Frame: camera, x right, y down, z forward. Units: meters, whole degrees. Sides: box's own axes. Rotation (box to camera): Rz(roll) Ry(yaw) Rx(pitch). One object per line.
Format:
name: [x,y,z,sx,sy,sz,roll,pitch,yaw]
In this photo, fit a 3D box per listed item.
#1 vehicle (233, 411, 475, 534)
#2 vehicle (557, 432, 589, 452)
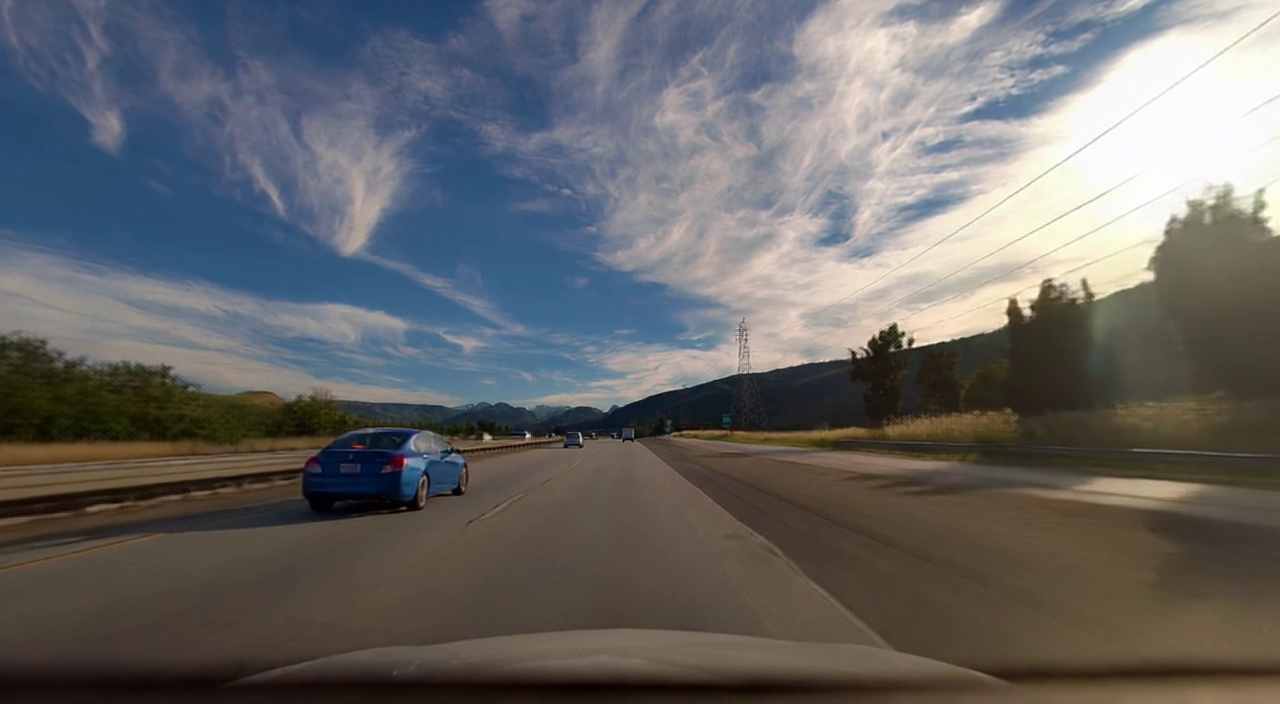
vehicle: [-4.277,1.854,10.348,2.023,1.580,4.259,0,-8,-1]
vehicle: [-5.244,7.094,49.755,2.080,1.478,4.347,0,-8,0]
